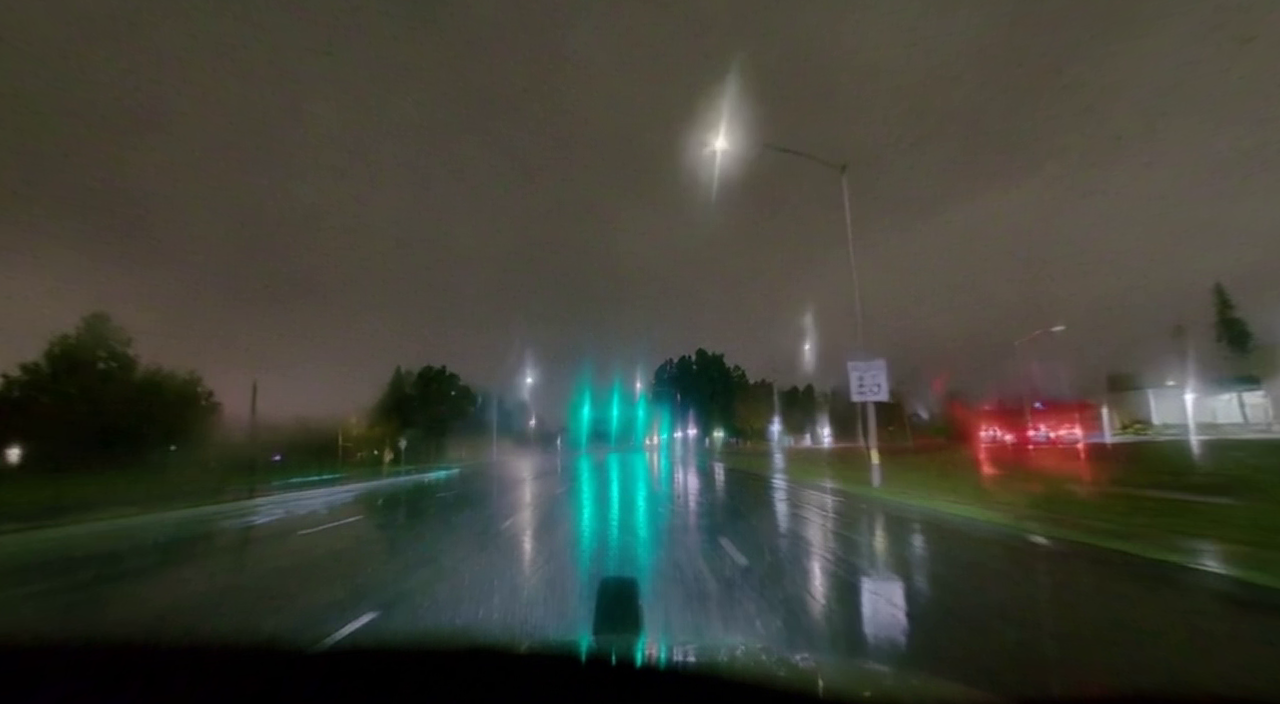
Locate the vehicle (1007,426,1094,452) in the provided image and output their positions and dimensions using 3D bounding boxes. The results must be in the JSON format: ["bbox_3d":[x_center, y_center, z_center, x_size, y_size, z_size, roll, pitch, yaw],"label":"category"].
[{"bbox_3d":[24.851,5.340,38.339,1.907,1.444,5.150,0,-8,1],"label":"vehicle"}]
